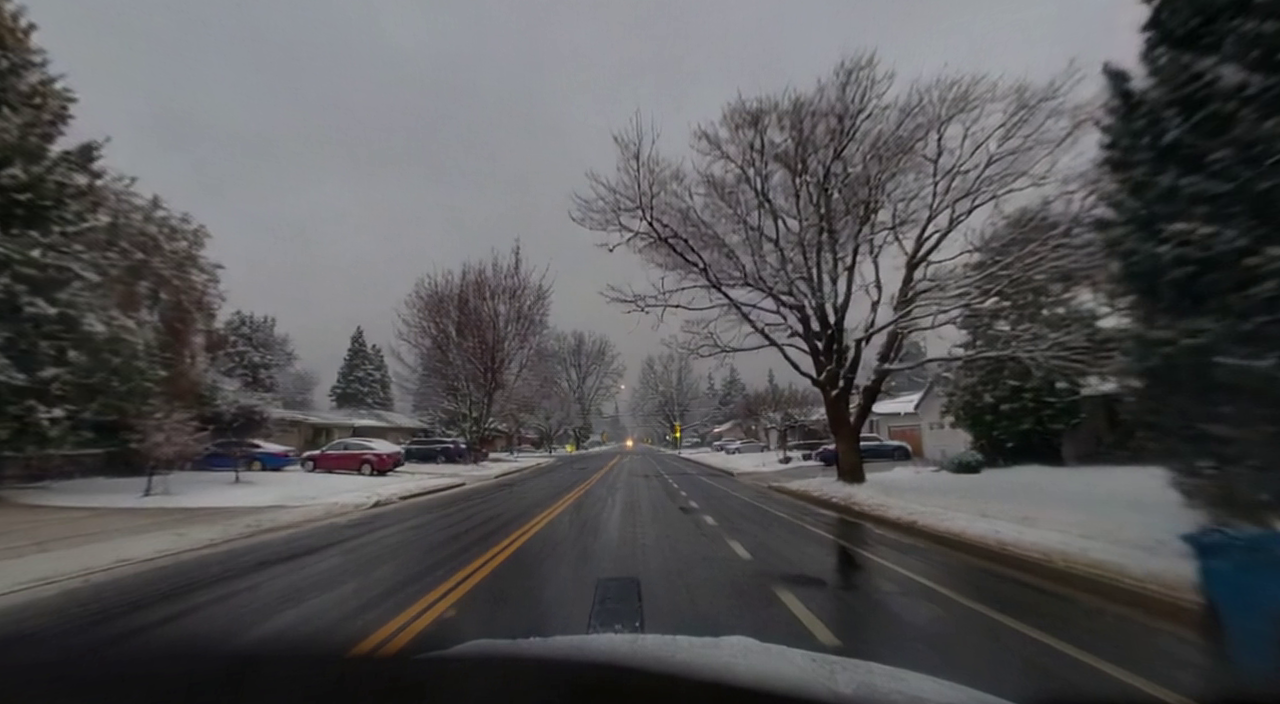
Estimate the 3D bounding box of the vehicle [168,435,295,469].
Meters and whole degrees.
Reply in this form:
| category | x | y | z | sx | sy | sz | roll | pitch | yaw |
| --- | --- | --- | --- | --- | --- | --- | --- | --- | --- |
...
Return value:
| category | x | y | z | sx | sy | sz | roll | pitch | yaw |
| --- | --- | --- | --- | --- | --- | --- | --- | --- | --- |
| vehicle | -18.871 | 4.669 | 29.367 | 4.351 | 1.488 | 2.114 | 1 | -9 | -3 |

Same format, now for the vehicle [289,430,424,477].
| category | x | y | z | sx | sy | sz | roll | pitch | yaw |
| --- | --- | --- | --- | --- | --- | --- | --- | --- | --- |
| vehicle | -12.459 | 4.474 | 27.991 | 5.009 | 1.880 | 1.961 | -1 | -8 | 1 |

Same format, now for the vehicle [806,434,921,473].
| category | x | y | z | sx | sy | sz | roll | pitch | yaw |
| --- | --- | --- | --- | --- | --- | --- | --- | --- | --- |
| vehicle | 10.740 | 4.899 | 30.571 | 4.751 | 1.518 | 1.885 | -4 | -8 | -1 |

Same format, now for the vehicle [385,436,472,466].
| category | x | y | z | sx | sy | sz | roll | pitch | yaw |
| --- | --- | --- | --- | --- | --- | --- | --- | --- | --- |
| vehicle | -12.792 | 6.019 | 38.442 | 4.549 | 1.802 | 2.081 | 0 | -9 | 2 |
